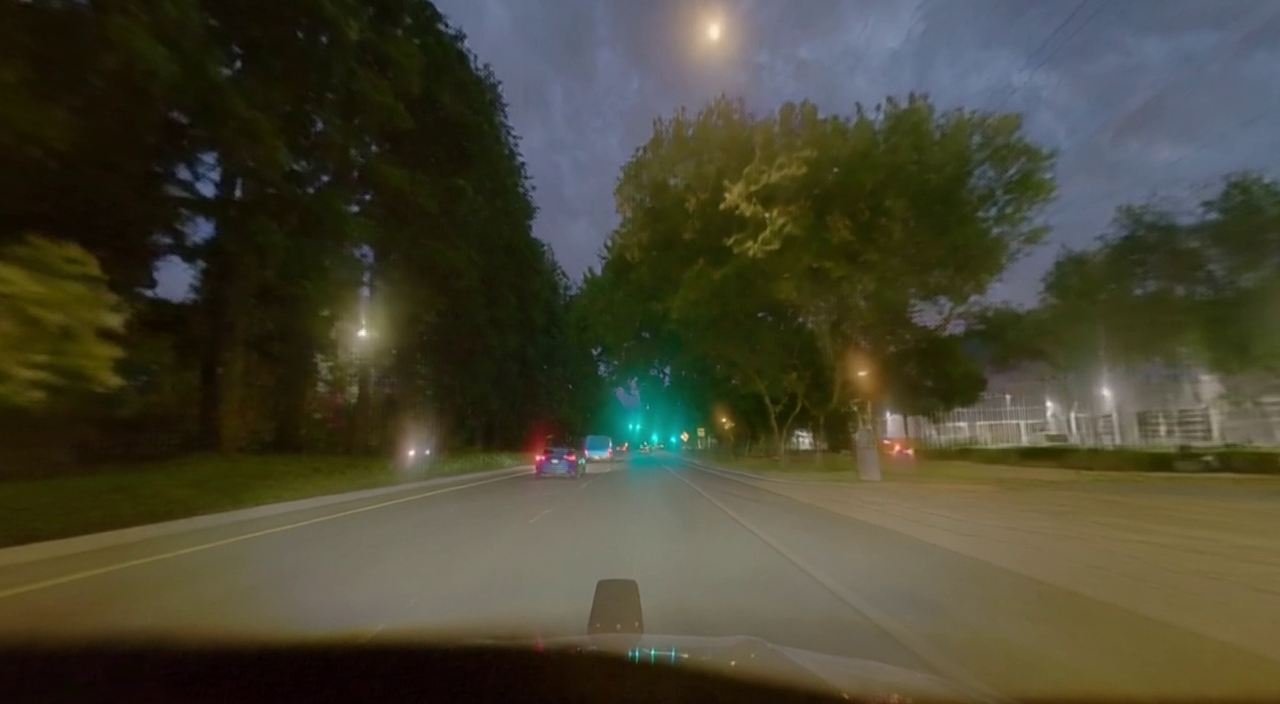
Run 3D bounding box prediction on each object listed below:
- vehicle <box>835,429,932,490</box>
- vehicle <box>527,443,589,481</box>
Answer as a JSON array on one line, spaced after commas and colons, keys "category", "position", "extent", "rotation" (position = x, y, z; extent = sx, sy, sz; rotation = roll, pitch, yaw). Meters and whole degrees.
[{"category": "vehicle", "position": [7.100, 3.155, 18.707], "extent": [1.596, 1.654, 2.920], "rotation": [0, -9, -1]}, {"category": "vehicle", "position": [-3.345, 4.574, 26.559], "extent": [2.009, 1.473, 4.028], "rotation": [0, -9, 0]}]
